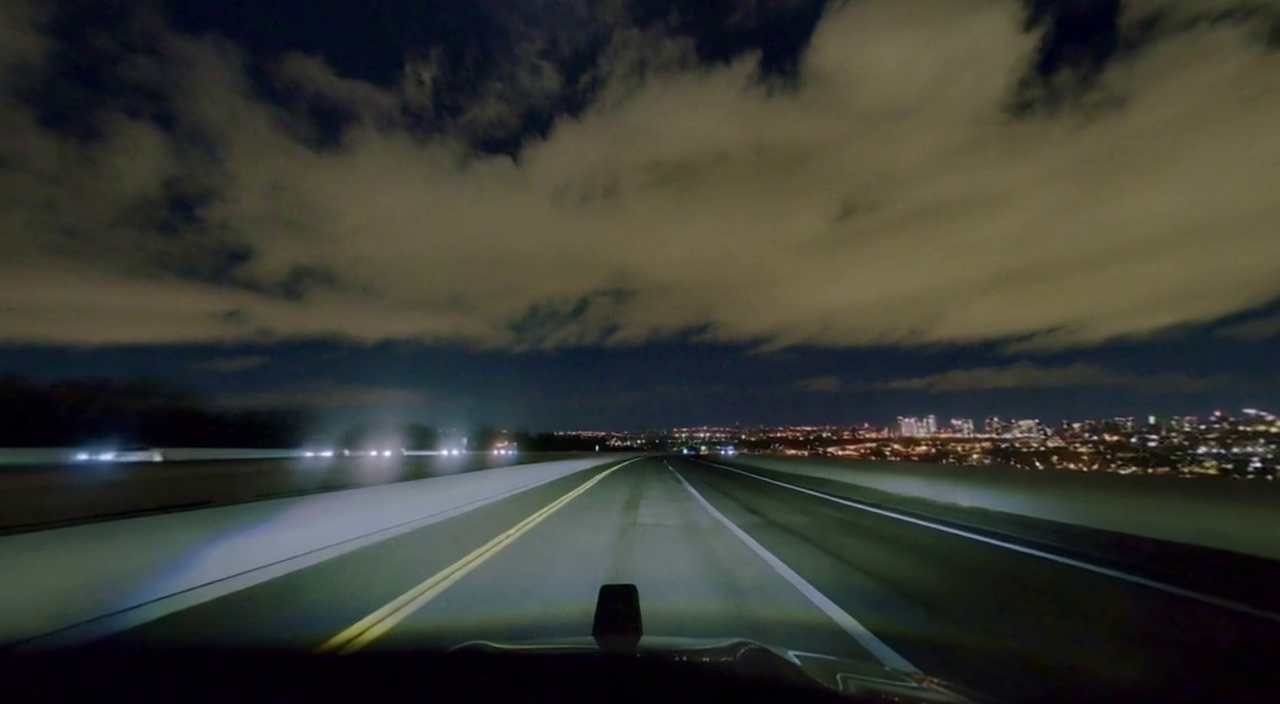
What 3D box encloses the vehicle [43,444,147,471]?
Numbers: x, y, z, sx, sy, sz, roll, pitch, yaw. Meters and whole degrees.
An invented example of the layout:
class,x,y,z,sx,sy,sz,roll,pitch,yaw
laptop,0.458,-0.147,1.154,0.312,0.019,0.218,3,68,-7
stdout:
class,x,y,z,sx,sy,sz,roll,pitch,yaw
vehicle,-32.230,6.214,37.447,1.979,1.479,4.905,0,-8,-3
